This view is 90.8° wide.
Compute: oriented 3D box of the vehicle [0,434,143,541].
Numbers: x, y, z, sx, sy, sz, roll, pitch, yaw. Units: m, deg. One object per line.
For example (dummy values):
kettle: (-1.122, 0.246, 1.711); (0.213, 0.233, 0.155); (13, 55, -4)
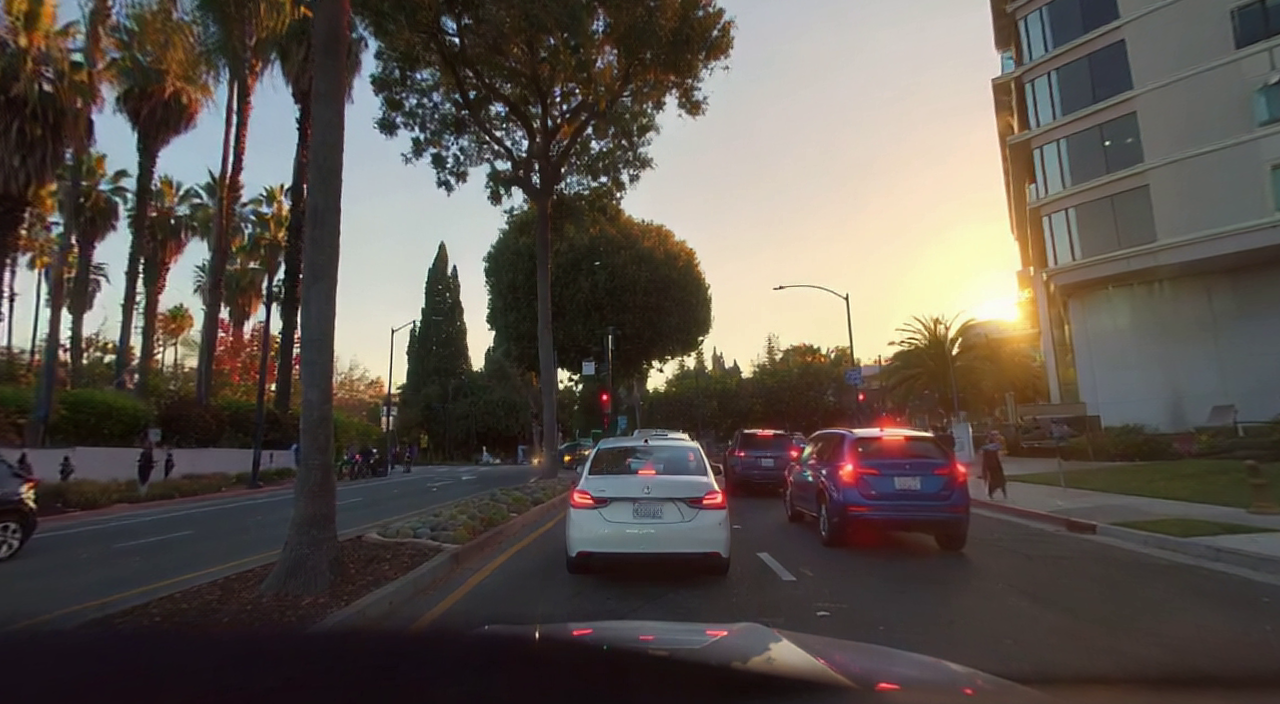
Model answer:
vehicle: (-13.051, 2.716, 12.283); (2.240, 1.964, 5.707); (-6, -8, 0)

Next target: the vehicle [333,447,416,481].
vehicle: (-13.163, 5.566, 31.719); (1.965, 1.507, 4.725); (-1, -8, 2)

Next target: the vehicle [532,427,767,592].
vehicle: (0.133, 1.711, 7.701); (2.088, 1.452, 3.993); (-1, -8, 1)

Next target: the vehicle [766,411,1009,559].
vehicle: (3.361, 1.894, 9.693); (2.003, 1.733, 4.319); (0, -8, 1)
